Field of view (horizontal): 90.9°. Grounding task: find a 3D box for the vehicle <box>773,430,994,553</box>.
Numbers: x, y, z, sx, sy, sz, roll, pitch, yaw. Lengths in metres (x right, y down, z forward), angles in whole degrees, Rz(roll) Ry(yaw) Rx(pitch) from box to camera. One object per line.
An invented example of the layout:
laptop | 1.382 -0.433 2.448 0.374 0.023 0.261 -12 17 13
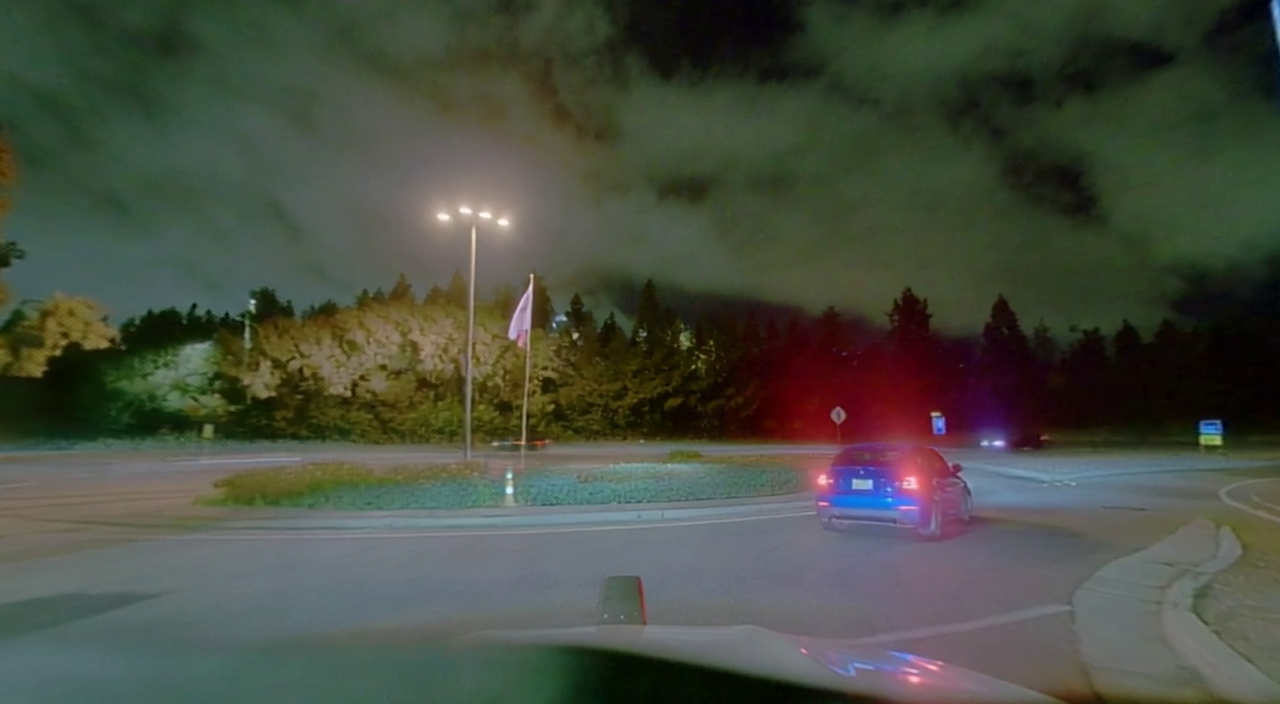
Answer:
vehicle | 4.198 2.185 10.558 2.078 1.607 4.010 -8 -12 41

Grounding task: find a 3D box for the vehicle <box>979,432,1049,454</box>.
vehicle | 27.936 6.810 47.195 4.045 1.569 1.781 -1 -9 7
